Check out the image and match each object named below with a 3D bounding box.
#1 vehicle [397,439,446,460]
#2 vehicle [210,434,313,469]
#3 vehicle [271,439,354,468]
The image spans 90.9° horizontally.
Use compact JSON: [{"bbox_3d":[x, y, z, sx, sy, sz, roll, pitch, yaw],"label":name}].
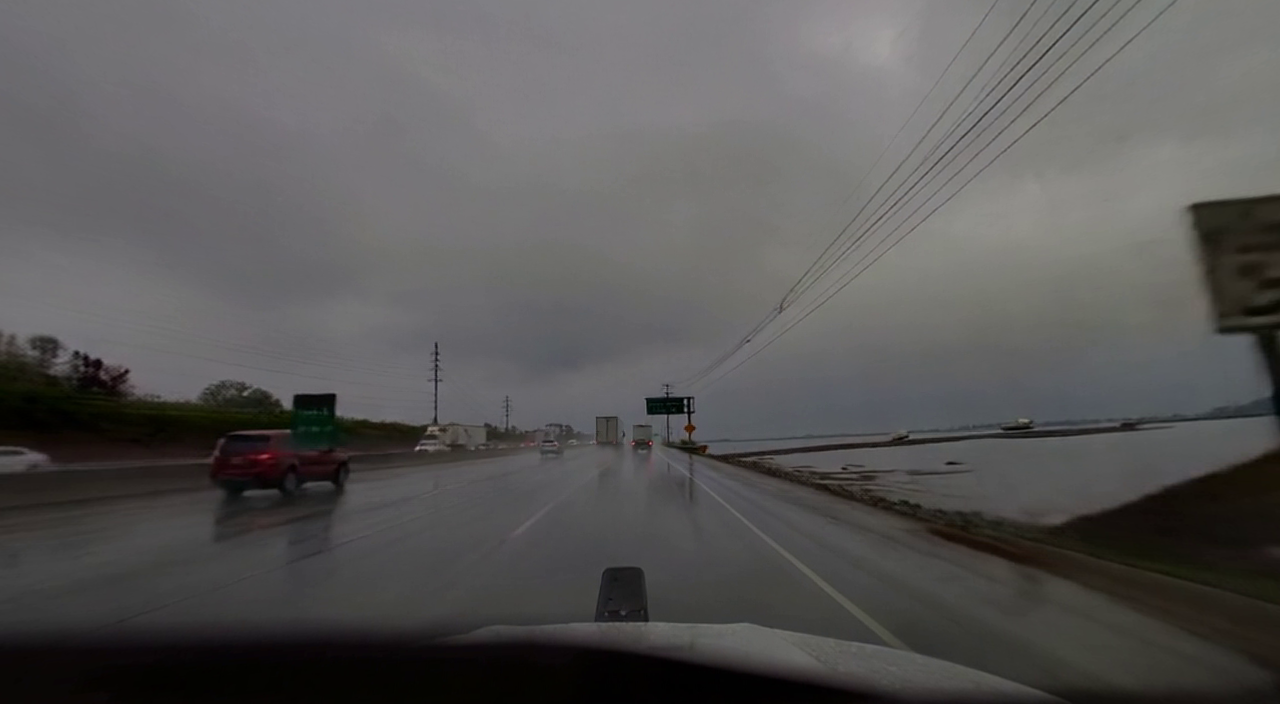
[{"bbox_3d":[-16.886,7.542,49.041,2.008,1.534,4.910,0,-8,1],"label":"vehicle"},{"bbox_3d":[-21.138,5.585,35.612,2.165,1.796,5.831,0,-8,1],"label":"vehicle"},{"bbox_3d":[-17.412,5.413,33.800,2.060,1.463,4.385,0,-8,1],"label":"vehicle"}]
